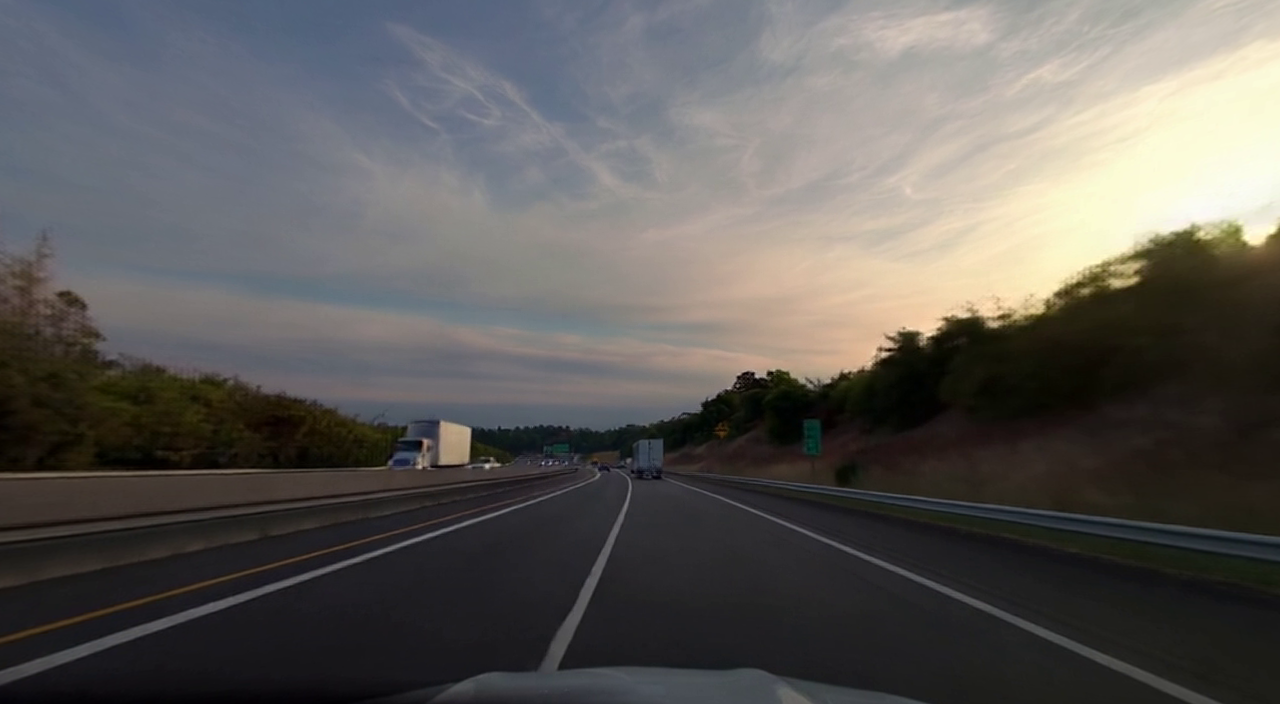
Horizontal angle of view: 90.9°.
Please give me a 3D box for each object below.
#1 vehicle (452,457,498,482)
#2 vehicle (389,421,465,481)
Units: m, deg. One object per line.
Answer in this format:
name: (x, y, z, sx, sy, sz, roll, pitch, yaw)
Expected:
vehicle: (-11.321, 8.104, 43.485, 1.919, 1.589, 4.558, 1, -11, -1)
vehicle: (-15.632, 7.390, 46.741, 3.462, 4.089, 5.413, 1, -11, 0)
